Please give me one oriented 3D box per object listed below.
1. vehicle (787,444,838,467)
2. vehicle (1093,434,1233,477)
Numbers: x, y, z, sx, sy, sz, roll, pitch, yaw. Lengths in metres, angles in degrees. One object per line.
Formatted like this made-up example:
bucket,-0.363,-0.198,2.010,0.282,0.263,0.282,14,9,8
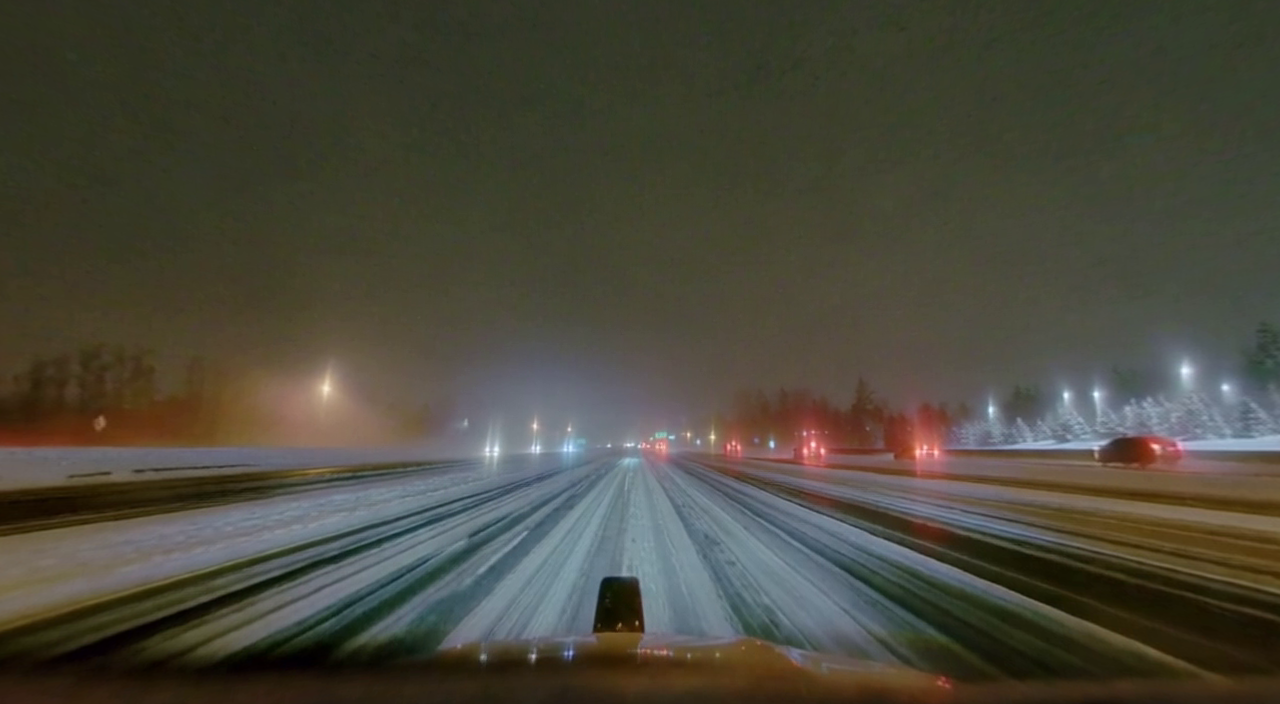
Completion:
vehicle,11.389,6.840,41.835,2.017,1.478,4.364,0,-8,-3
vehicle,24.848,4.925,30.213,2.074,1.881,5.056,1,-8,-5
